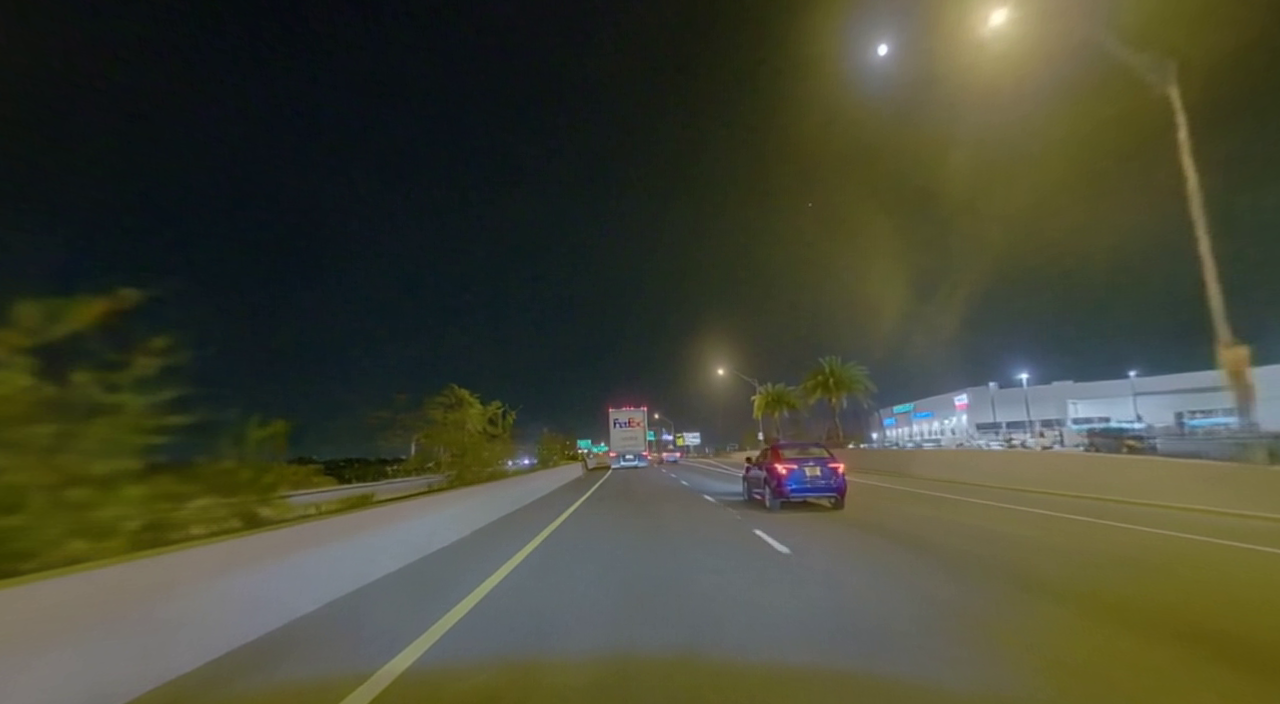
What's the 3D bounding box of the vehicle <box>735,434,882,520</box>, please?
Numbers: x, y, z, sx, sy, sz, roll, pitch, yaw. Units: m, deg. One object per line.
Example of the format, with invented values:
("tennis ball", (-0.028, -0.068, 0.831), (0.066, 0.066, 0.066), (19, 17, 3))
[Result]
("vehicle", (3.457, 2.648, 13.847), (1.966, 1.558, 4.238), (0, -9, -1))
